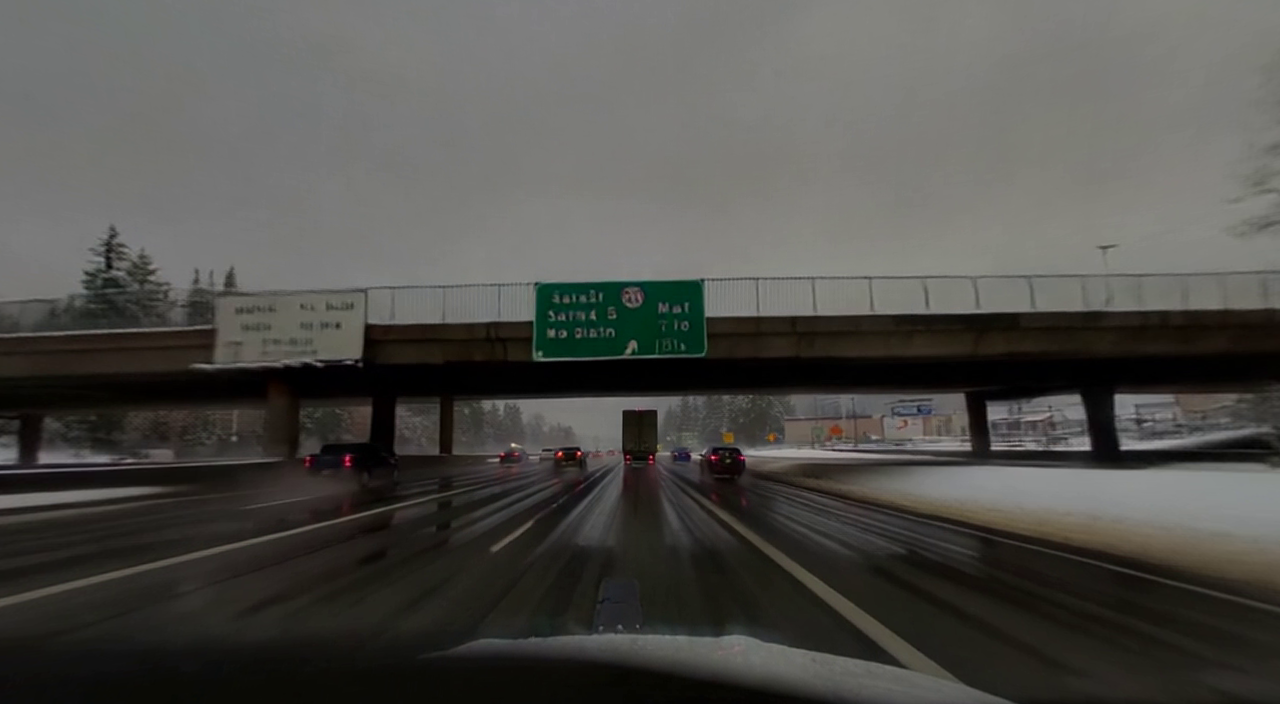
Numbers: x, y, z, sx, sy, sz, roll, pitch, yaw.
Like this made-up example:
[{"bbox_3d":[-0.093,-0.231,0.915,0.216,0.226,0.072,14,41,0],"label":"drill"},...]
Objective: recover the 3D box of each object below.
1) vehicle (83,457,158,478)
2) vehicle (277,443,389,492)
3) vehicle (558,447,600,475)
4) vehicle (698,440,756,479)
[{"bbox_3d":[-38.459,8.533,46.728,1.777,1.463,4.428,0,-9,0],"label":"vehicle"},{"bbox_3d":[-11.221,4.242,23.409,1.966,1.627,4.258,0,-9,0],"label":"vehicle"},{"bbox_3d":[-3.618,6.511,37.936,2.083,1.576,4.307,0,-9,0],"label":"vehicle"},{"bbox_3d":[4.014,5.070,29.858,2.107,1.707,4.445,0,-9,-1],"label":"vehicle"}]
